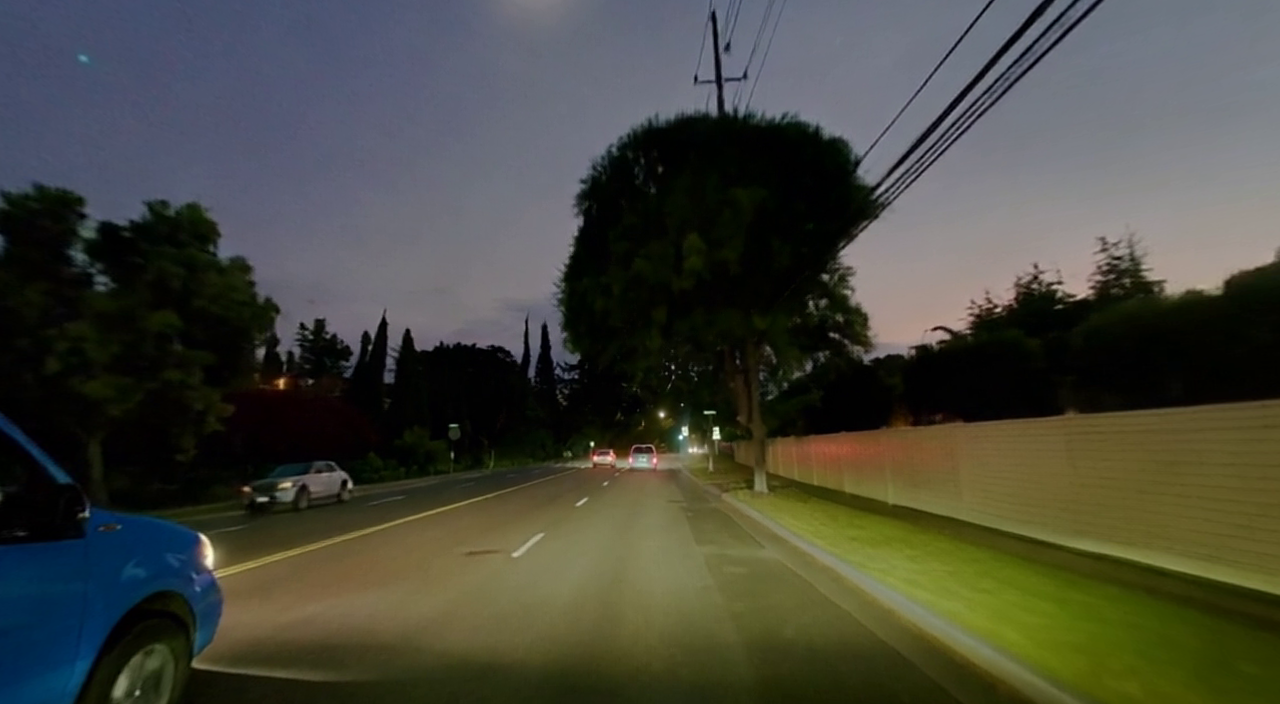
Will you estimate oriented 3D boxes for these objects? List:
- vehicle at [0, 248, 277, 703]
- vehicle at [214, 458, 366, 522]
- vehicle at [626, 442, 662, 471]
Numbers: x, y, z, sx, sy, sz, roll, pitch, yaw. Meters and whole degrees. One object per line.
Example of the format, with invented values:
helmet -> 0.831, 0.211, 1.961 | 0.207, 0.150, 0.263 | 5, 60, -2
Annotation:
vehicle -> -3.585, 0.502, 1.091 | 2.336, 2.152, 5.866 | 0, -9, 1
vehicle -> -10.169, 3.993, 18.784 | 2.005, 1.471, 4.330 | -4, -9, 1
vehicle -> 0.282, 6.560, 39.580 | 2.120, 1.718, 3.909 | 0, -9, 1
